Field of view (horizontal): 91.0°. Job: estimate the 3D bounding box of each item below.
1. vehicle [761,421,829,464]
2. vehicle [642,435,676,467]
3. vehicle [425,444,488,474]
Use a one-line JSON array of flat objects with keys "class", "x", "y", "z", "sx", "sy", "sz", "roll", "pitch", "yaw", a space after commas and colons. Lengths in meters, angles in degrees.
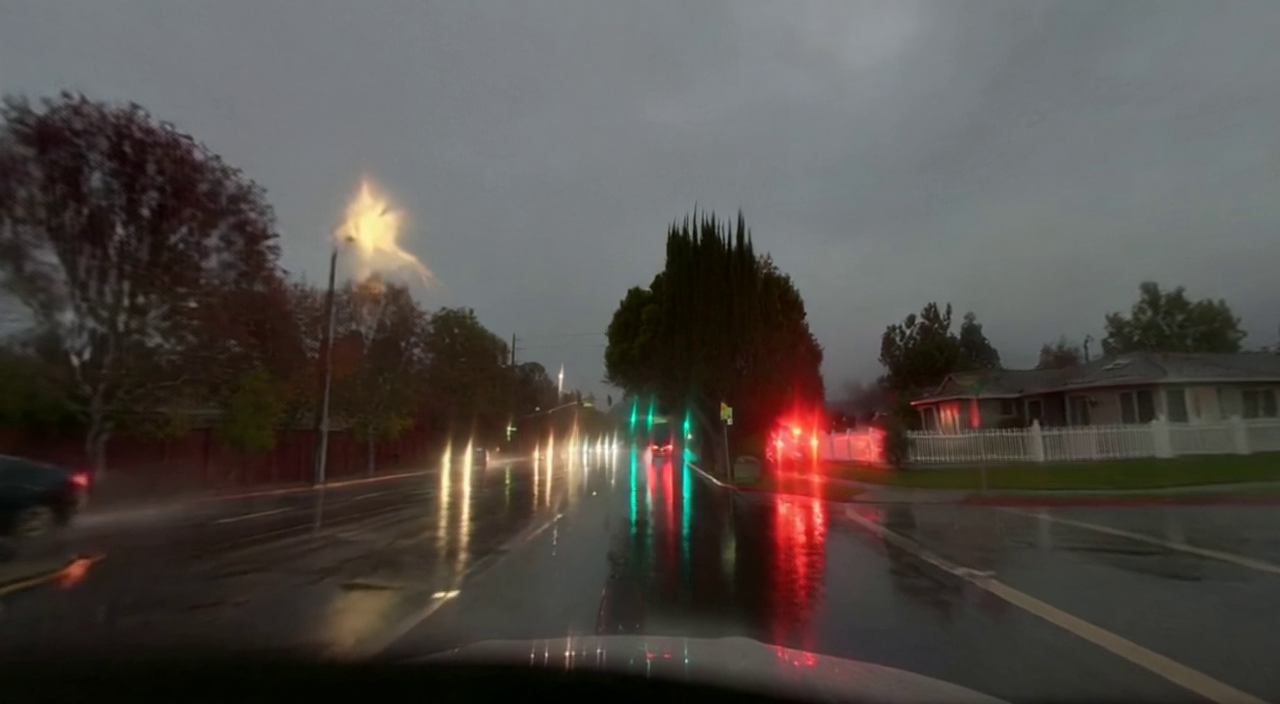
[{"class": "vehicle", "x": 8.979, "y": 5.363, "z": 37.199, "sx": 2.531, "sy": 2.263, "sz": 6.802, "roll": -1, "pitch": -8, "yaw": 2}, {"class": "vehicle", "x": 1.217, "y": 6.412, "z": 40.961, "sx": 2.059, "sy": 1.908, "sz": 4.714, "roll": 0, "pitch": -8, "yaw": 1}, {"class": "vehicle", "x": -11.688, "y": 6.821, "z": 40.482, "sx": 2.397, "sy": 1.802, "sz": 4.855, "roll": -1, "pitch": -8, "yaw": 3}]
